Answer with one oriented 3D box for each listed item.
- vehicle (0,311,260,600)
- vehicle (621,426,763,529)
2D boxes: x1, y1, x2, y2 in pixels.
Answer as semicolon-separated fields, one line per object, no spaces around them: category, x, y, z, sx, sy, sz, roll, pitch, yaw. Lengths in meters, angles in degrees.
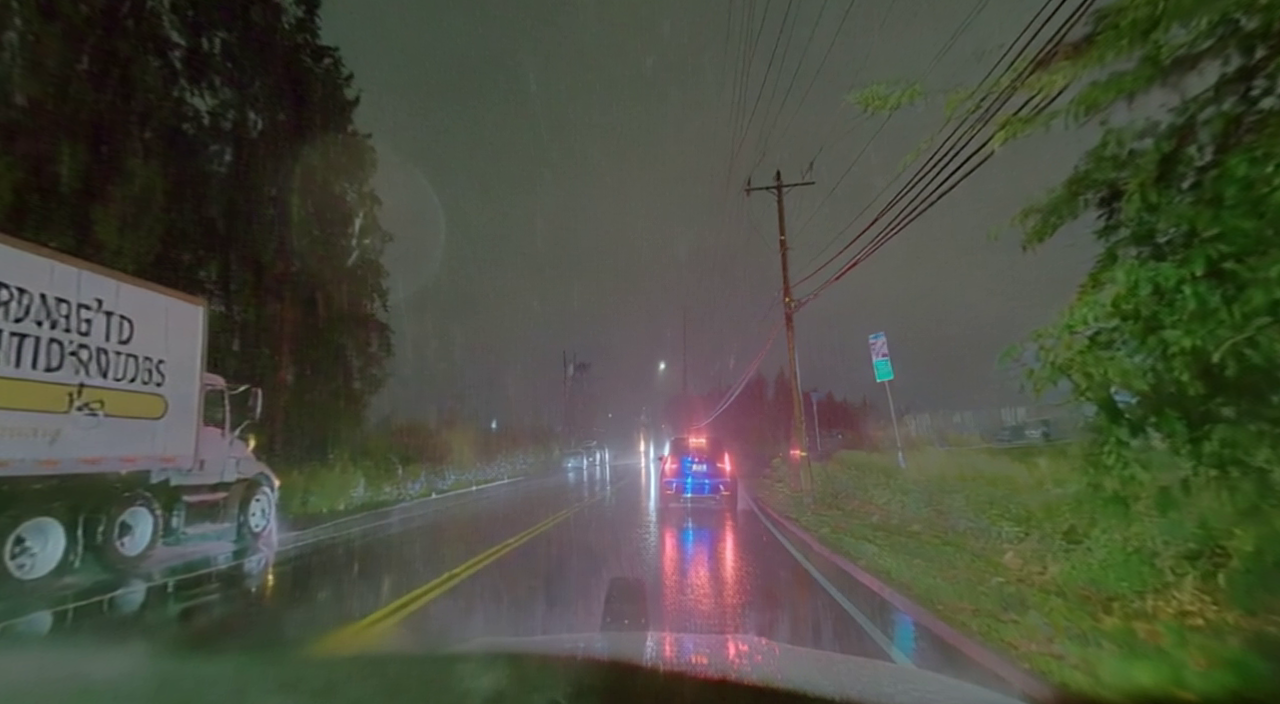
vehicle;-8.518;1.264;6.829;3.395;3.071;7.634;-7;-6;7
vehicle;0.798;2.135;11.222;2.081;1.503;3.726;0;-8;1
